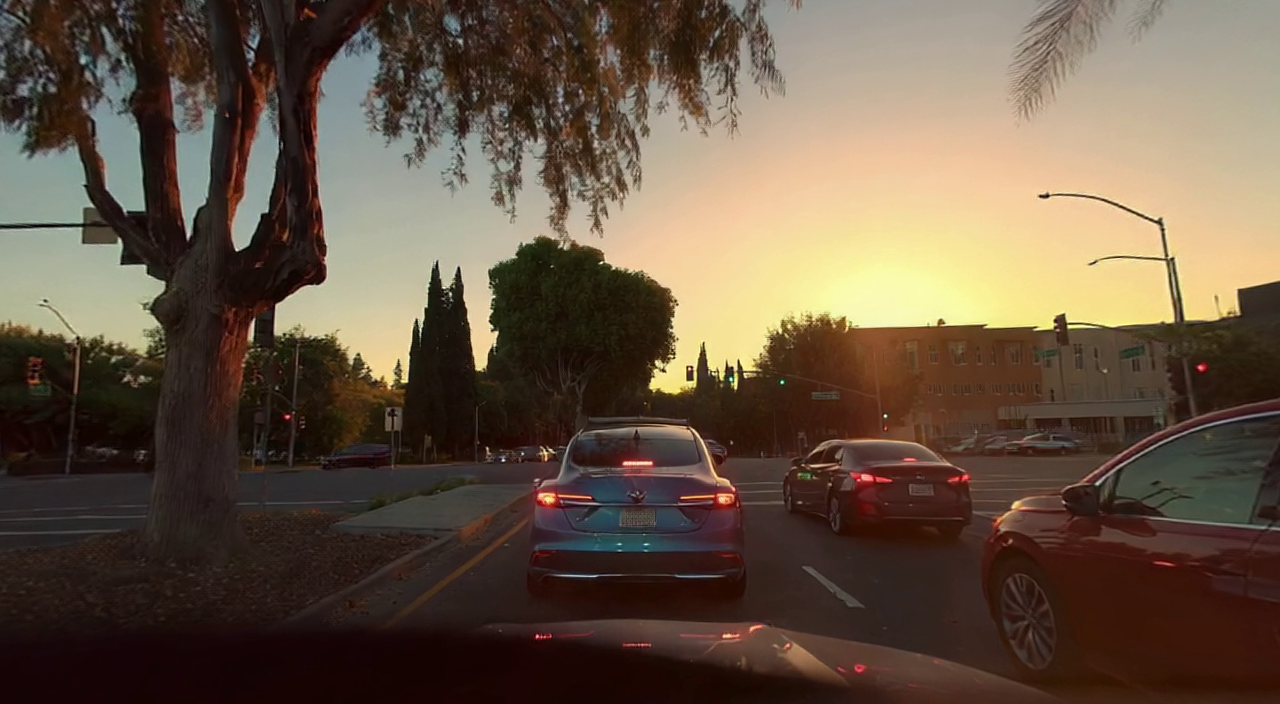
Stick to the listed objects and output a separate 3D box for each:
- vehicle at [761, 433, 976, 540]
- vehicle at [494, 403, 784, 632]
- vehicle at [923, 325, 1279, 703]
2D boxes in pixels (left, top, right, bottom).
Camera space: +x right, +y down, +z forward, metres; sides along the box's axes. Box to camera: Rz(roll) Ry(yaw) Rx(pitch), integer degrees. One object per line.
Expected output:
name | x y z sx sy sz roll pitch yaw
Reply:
vehicle | 3.686 2.259 11.301 2.054 1.482 4.654 0 -9 -1
vehicle | -0.024 1.478 6.503 2.074 1.631 3.793 0 -9 0
vehicle | 3.717 0.934 3.426 2.162 1.829 4.519 0 -9 -1
